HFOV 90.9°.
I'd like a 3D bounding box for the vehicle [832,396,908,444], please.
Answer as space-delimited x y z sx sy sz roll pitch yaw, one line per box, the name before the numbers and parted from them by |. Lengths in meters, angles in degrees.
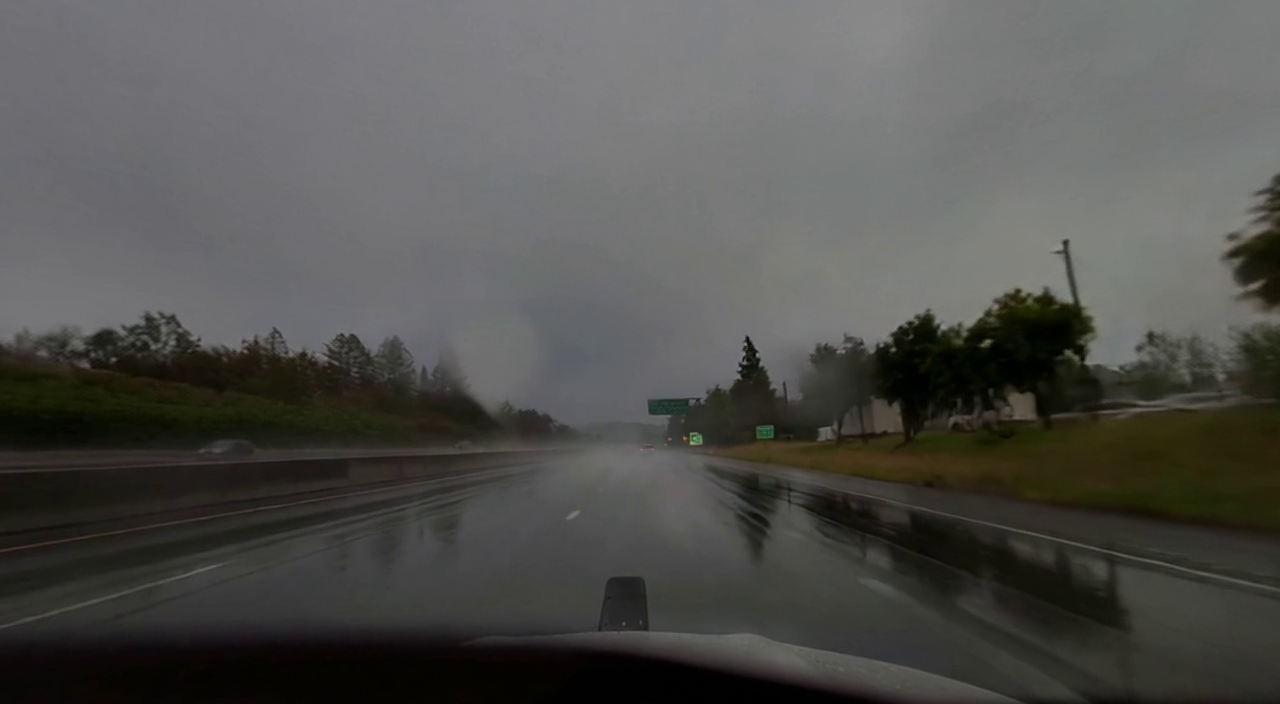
vehicle | 17.393 5.373 48.275 2.821 3.355 7.583 0 -8 -1
